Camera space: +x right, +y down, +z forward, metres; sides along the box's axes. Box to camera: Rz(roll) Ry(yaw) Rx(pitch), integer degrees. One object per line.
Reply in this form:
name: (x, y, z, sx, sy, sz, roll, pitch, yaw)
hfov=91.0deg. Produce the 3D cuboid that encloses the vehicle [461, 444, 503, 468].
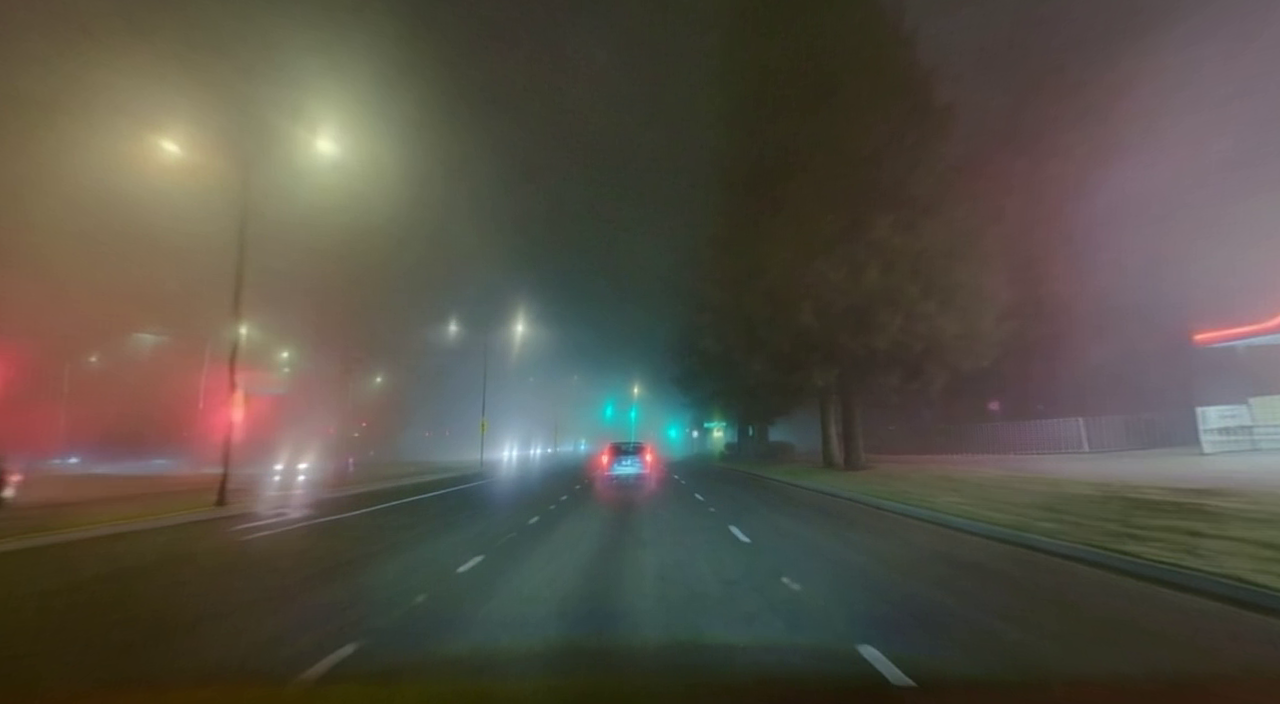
vehicle: (-12.048, 7.944, 48.230, 1.999, 1.695, 4.334, 0, -9, 1)

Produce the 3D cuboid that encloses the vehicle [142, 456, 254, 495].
vehicle: (-19.067, 5.306, 27.420, 1.819, 1.473, 4.258, 1, -9, -1)

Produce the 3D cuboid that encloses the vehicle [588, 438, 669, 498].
vehicle: (-0.317, 3.301, 18.320, 2.062, 1.519, 4.214, 1, -9, -1)

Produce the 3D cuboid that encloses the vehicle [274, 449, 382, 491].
vehicle: (-12.443, 4.718, 25.519, 1.936, 1.498, 4.611, 0, -9, 1)
